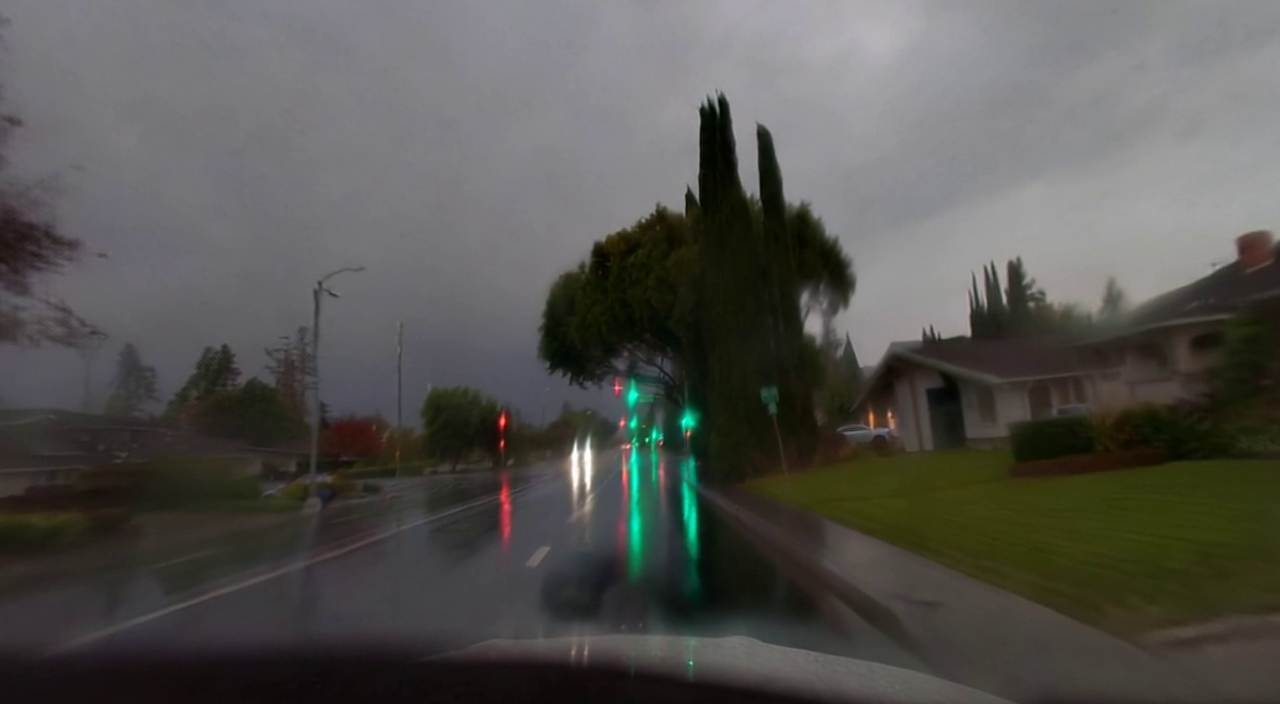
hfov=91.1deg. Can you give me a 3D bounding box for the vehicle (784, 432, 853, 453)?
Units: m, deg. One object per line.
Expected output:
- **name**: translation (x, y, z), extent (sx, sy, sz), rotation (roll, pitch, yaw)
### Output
- **vehicle**: translation (13.366, 6.800, 47.199), extent (4.580, 1.534, 1.919), rotation (0, -8, -1)

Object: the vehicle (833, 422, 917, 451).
- **vehicle**: translation (14.334, 5.228, 38.559), extent (4.319, 1.700, 2.034), rotation (0, -9, 1)

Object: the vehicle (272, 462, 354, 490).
- **vehicle**: translation (-24.406, 9.242, 46.965), extent (4.933, 1.792, 2.133), rotation (1, -8, 5)
